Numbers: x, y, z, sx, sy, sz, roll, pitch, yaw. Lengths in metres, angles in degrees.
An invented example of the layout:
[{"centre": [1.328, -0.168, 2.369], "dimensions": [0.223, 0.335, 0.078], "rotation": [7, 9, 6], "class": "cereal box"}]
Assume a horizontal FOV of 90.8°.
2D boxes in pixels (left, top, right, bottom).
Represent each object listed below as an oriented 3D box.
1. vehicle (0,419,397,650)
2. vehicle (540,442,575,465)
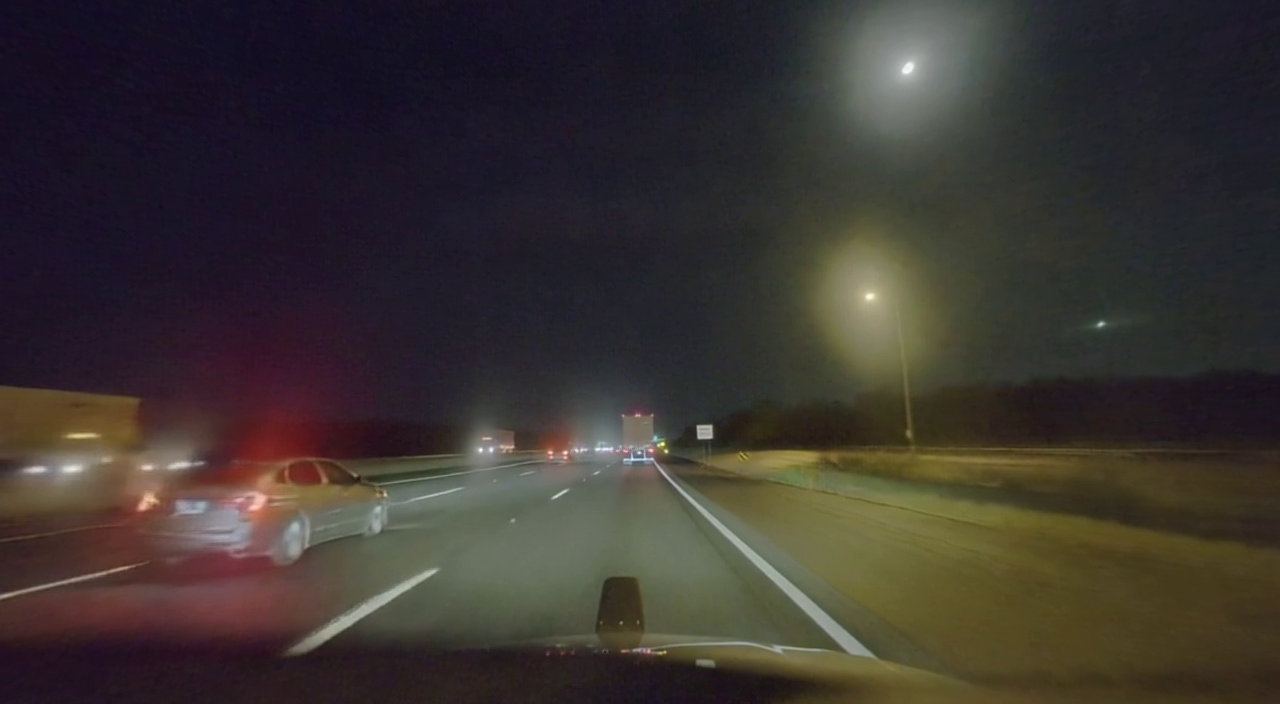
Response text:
[{"centre": [-4.194, 1.520, 6.199], "dimensions": [2.024, 1.515, 3.907], "rotation": [0, -9, 0], "class": "vehicle"}, {"centre": [-6.330, 7.899, 49.108], "dimensions": [2.067, 1.676, 4.789], "rotation": [0, -9, 0], "class": "vehicle"}]
